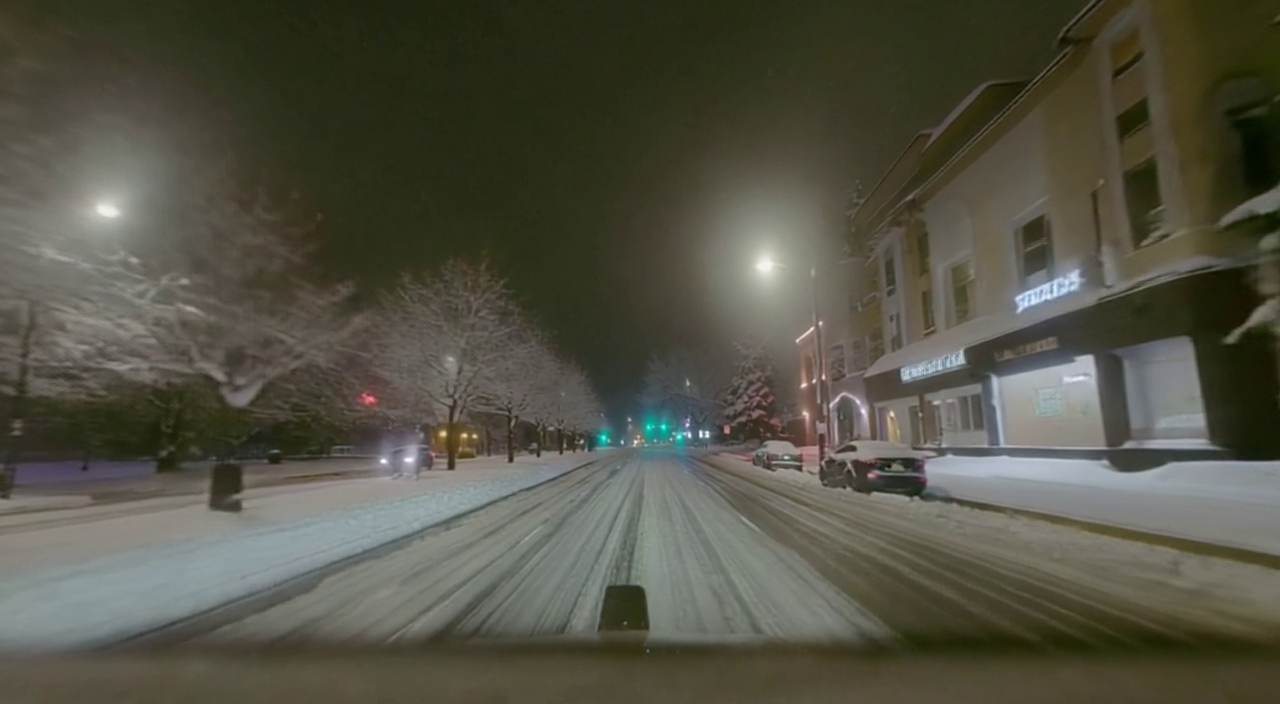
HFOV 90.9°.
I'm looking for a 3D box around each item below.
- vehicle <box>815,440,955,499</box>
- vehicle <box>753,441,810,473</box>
[{"bbox_3d":[6.963,3.372,18.661,2.119,1.458,4.965,1,-8,-1],"label":"vehicle"},{"bbox_3d":[7.099,5.282,32.096,1.923,1.498,4.676,0,-8,1],"label":"vehicle"}]
